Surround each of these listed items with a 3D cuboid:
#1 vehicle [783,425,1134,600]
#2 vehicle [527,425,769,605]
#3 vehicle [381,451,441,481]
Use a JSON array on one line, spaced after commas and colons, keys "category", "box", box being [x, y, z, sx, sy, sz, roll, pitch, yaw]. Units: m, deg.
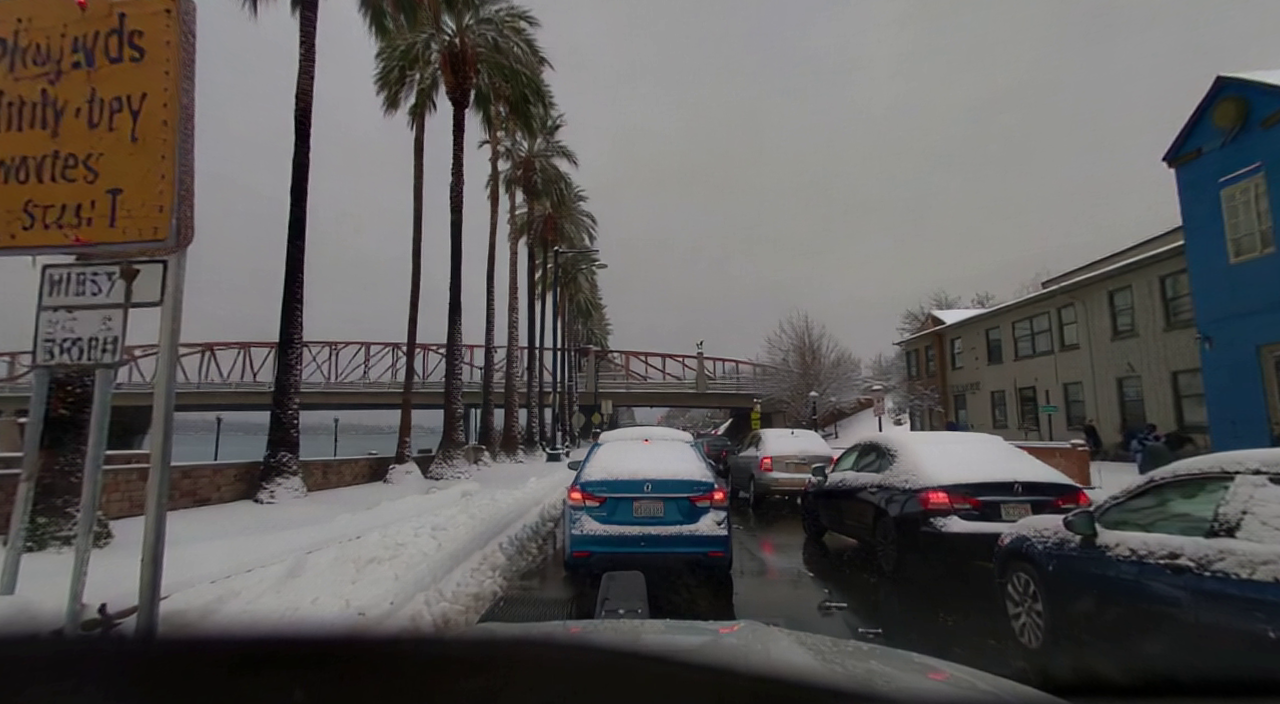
[{"category": "vehicle", "box": [3.263, 1.720, 7.722, 1.920, 1.490, 4.417, 0, -9, -1]}, {"category": "vehicle", "box": [0.060, 1.671, 7.284, 2.048, 1.503, 3.681, 0, -9, 0]}, {"category": "vehicle", "box": [-14.968, 7.468, 41.677, 2.104, 1.802, 4.852, 0, -9, 1]}]
